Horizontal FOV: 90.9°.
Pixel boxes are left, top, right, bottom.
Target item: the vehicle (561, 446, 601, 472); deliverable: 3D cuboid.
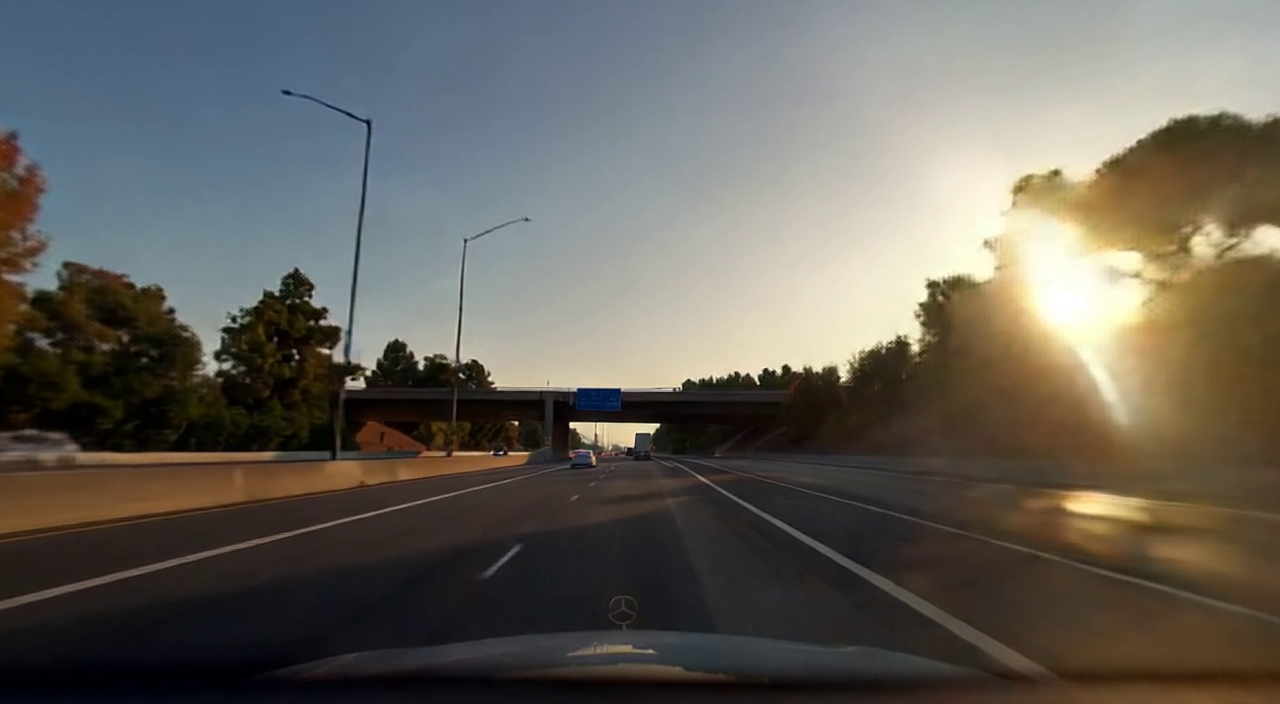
[{"bbox_3d":[-3.664,6.732,39.817,2.070,1.564,4.145,0,-9,0],"label":"vehicle"}]
